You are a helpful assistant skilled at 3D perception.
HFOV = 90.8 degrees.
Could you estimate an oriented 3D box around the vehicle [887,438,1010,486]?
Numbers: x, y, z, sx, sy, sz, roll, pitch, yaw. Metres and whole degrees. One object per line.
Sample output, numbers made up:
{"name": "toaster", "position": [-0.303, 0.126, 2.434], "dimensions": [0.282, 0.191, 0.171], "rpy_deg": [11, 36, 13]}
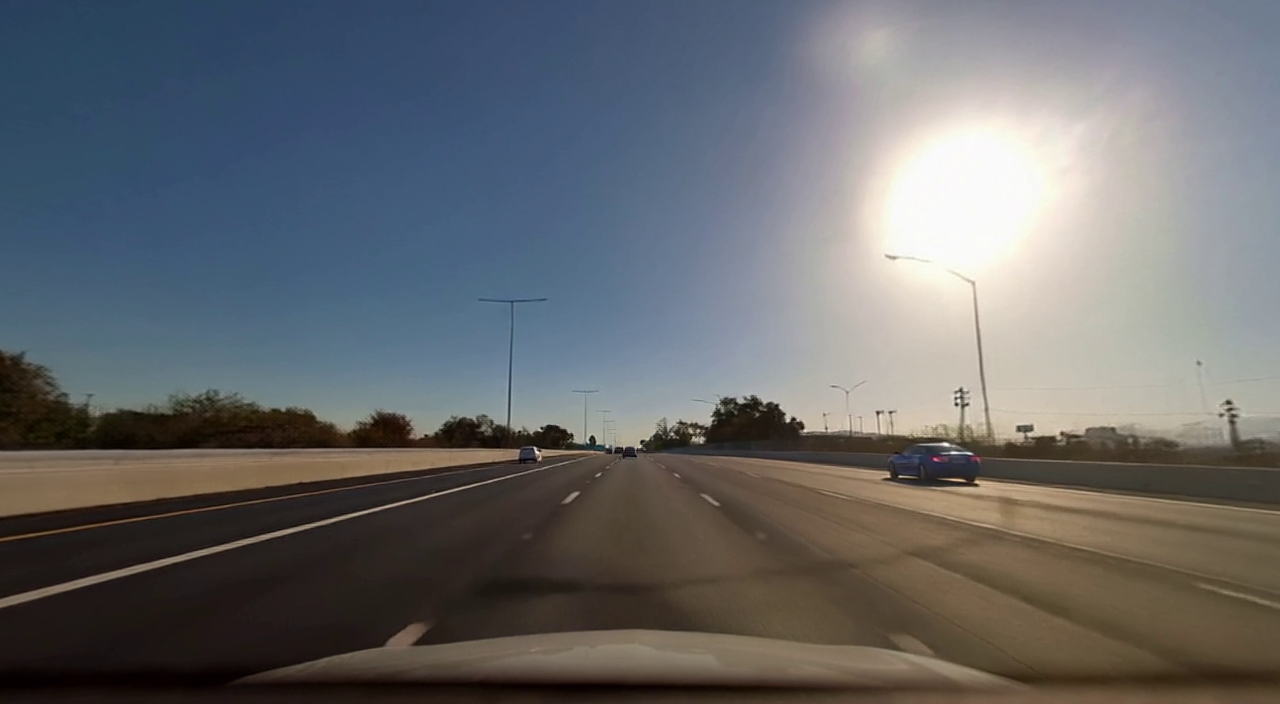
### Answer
{"name": "vehicle", "position": [10.668, 3.818, 22.283], "dimensions": [1.985, 1.493, 4.486], "rpy_deg": [0, -8, -1]}
